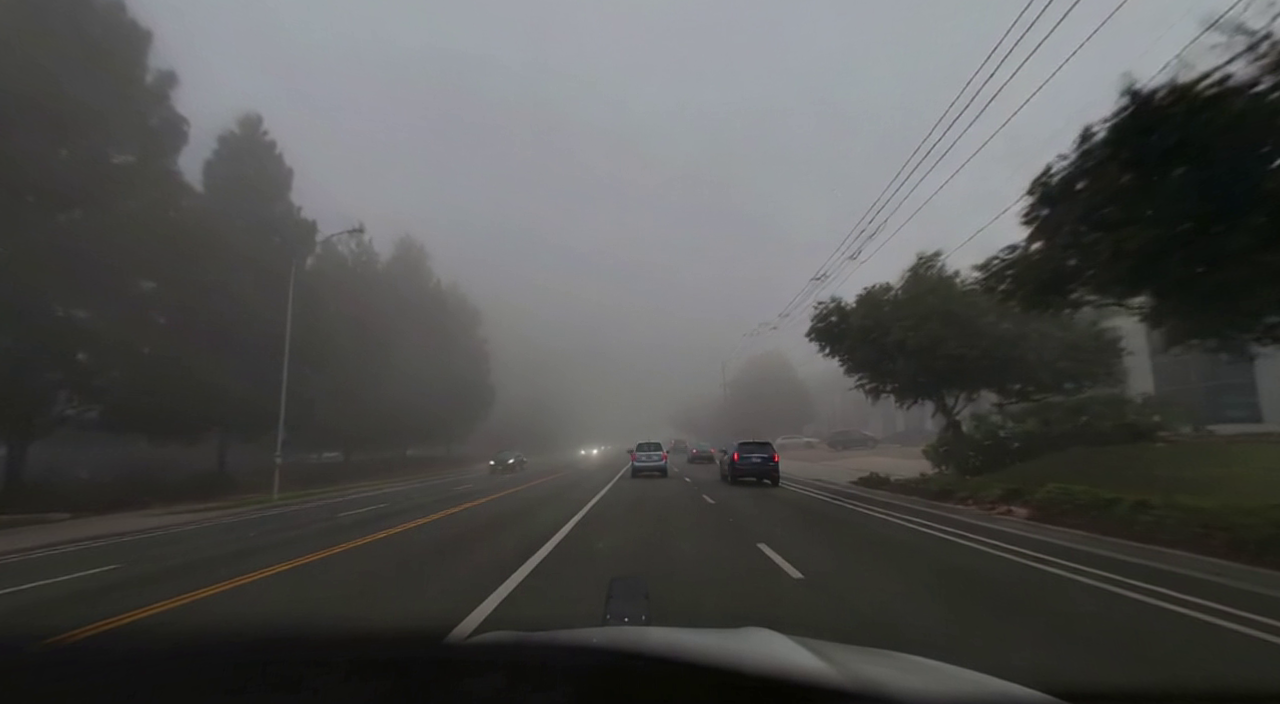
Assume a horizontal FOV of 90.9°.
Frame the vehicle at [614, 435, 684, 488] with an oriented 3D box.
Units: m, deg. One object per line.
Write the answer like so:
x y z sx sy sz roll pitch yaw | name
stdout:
0.316 3.788 22.066 2.200 1.653 4.127 0 -9 1 | vehicle

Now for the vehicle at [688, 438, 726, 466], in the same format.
4.307 6.532 41.136 2.024 1.711 4.512 0 -9 0 | vehicle

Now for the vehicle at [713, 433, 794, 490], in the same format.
3.650 3.591 20.986 1.914 1.698 4.049 0 -9 0 | vehicle

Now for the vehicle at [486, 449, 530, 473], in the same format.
-9.157 7.586 44.121 2.040 1.507 4.598 0 -9 1 | vehicle

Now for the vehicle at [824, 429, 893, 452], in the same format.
16.496 6.702 47.697 4.392 1.709 2.002 0 -9 0 | vehicle
